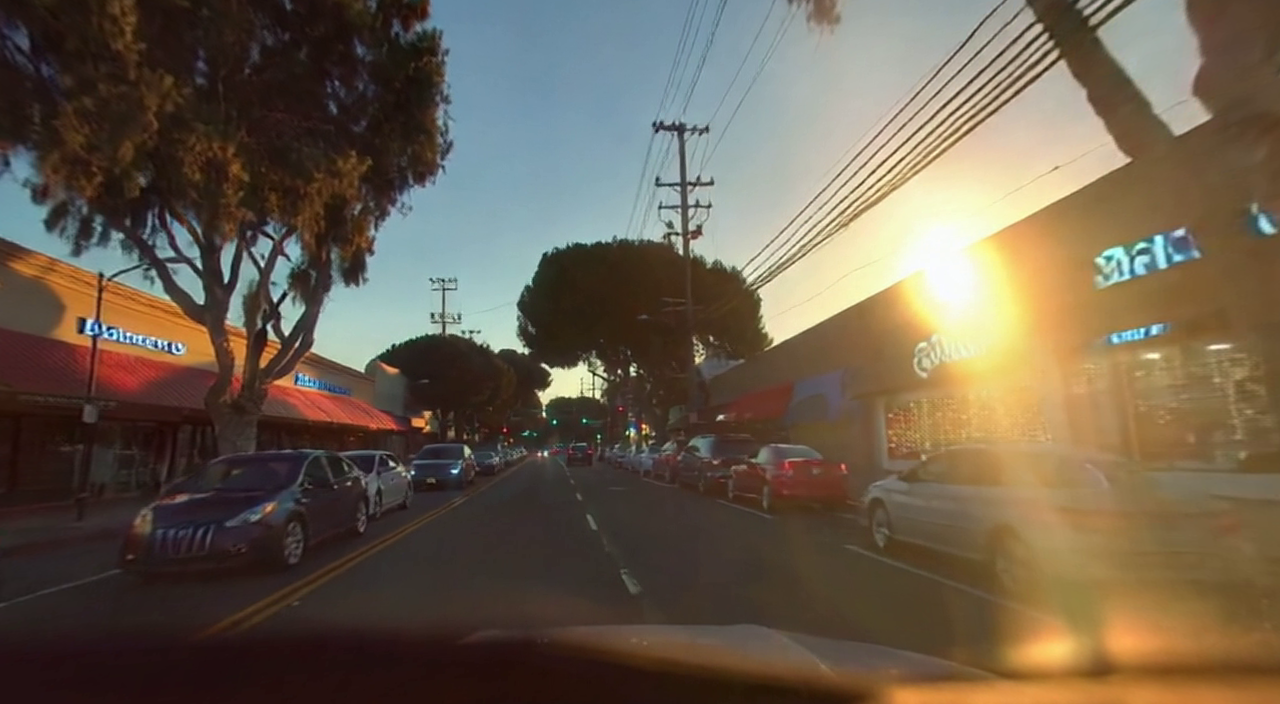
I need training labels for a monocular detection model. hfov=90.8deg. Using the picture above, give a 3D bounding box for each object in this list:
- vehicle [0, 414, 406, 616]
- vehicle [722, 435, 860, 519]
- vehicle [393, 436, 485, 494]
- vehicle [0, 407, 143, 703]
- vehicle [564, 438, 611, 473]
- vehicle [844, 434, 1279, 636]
[{"bbox_3d":[-4.925,1.852,8.391,2.343,1.788,5.038,1,-9,-8],"label":"vehicle"},{"bbox_3d":[3.428,2.898,15.231,1.882,1.704,4.055,1,-9,-7],"label":"vehicle"},{"bbox_3d":[-7.119,4.027,22.971,2.341,1.825,4.924,1,-8,-8],"label":"vehicle"},{"bbox_3d":[-4.125,0.906,1.796,2.087,1.646,4.563,1,-8,-7],"label":"vehicle"},{"bbox_3d":[-3.155,6.050,37.246,2.440,1.882,4.611,1,-9,-8],"label":"vehicle"},{"bbox_3d":[4.428,1.794,7.434,2.059,1.550,4.703,1,-8,-6],"label":"vehicle"}]
